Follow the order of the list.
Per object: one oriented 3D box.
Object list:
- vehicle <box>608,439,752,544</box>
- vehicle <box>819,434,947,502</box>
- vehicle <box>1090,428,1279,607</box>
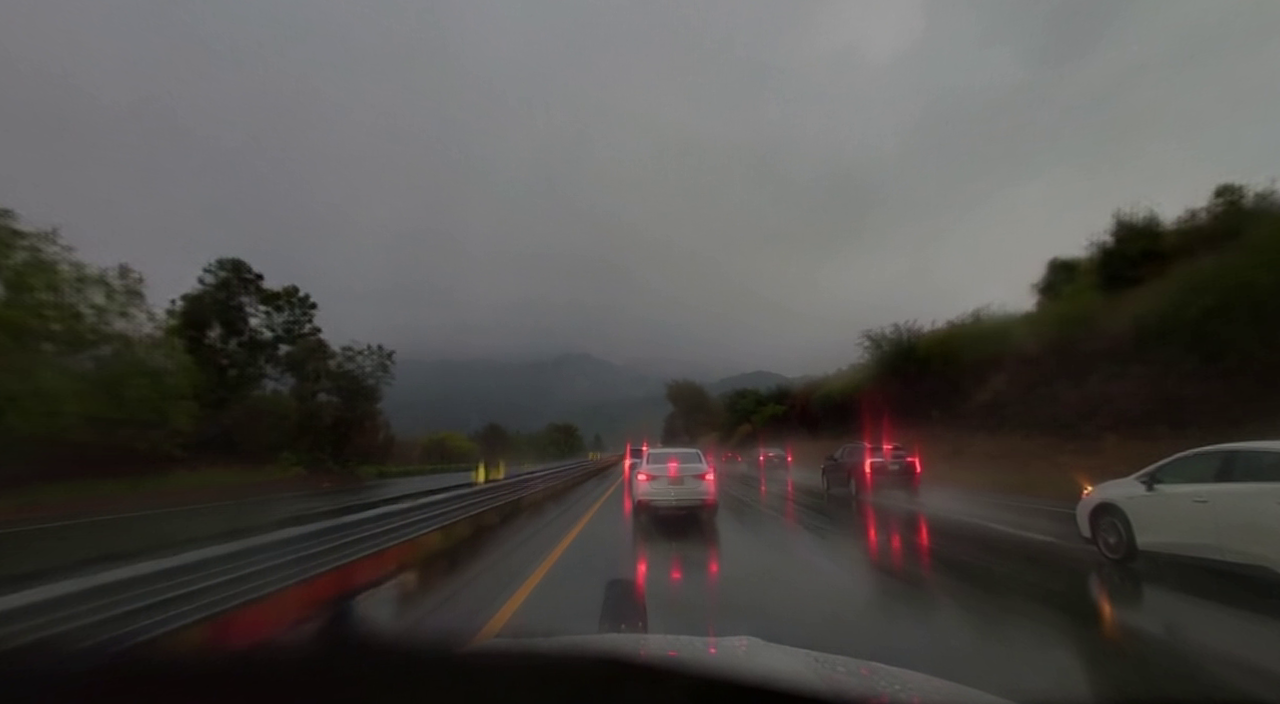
[{"bbox_3d":[0.581,2.326,11.084,2.076,1.485,3.774,0,-9,0],"label":"vehicle"},{"bbox_3d":[6.808,3.283,18.227,1.980,1.702,4.235,0,-9,0],"label":"vehicle"},{"bbox_3d":[6.350,1.398,5.377,1.965,1.484,4.090,0,-9,0],"label":"vehicle"}]
